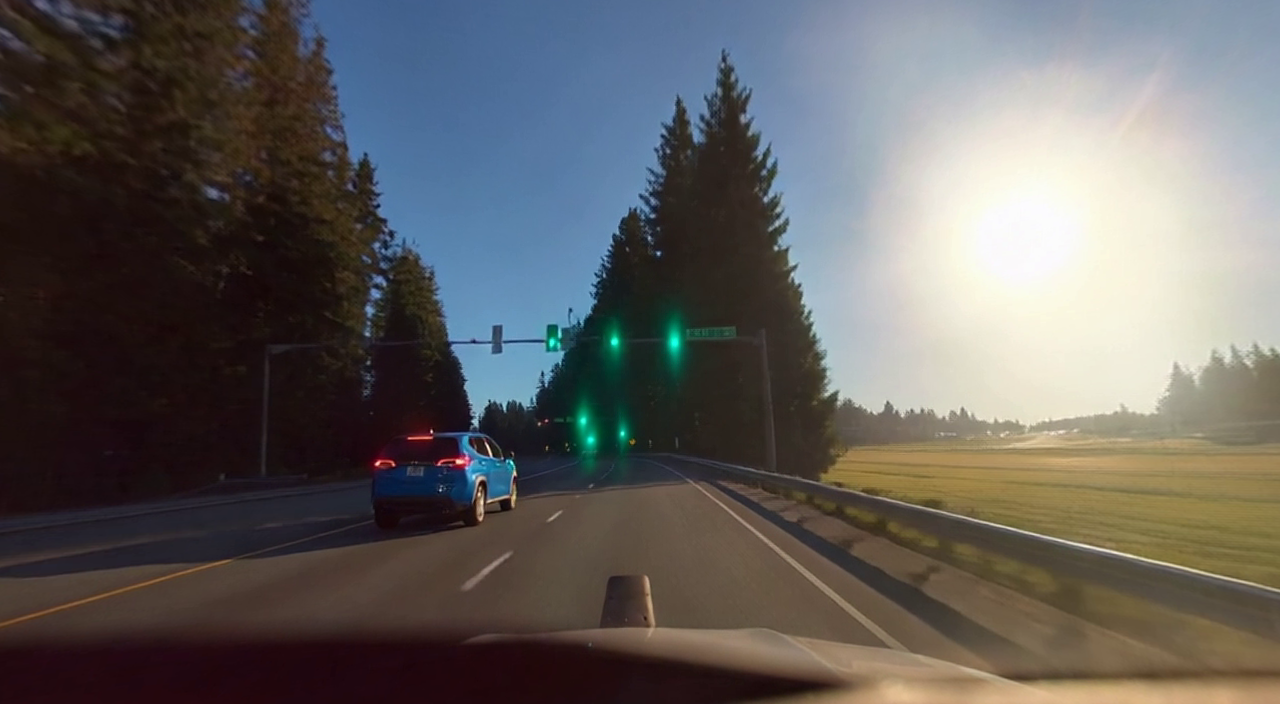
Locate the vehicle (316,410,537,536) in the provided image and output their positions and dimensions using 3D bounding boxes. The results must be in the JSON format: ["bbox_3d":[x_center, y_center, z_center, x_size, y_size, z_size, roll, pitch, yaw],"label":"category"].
[{"bbox_3d":[-3.591,2.172,11.925,2.336,1.857,4.986,0,-8,1],"label":"vehicle"}]
